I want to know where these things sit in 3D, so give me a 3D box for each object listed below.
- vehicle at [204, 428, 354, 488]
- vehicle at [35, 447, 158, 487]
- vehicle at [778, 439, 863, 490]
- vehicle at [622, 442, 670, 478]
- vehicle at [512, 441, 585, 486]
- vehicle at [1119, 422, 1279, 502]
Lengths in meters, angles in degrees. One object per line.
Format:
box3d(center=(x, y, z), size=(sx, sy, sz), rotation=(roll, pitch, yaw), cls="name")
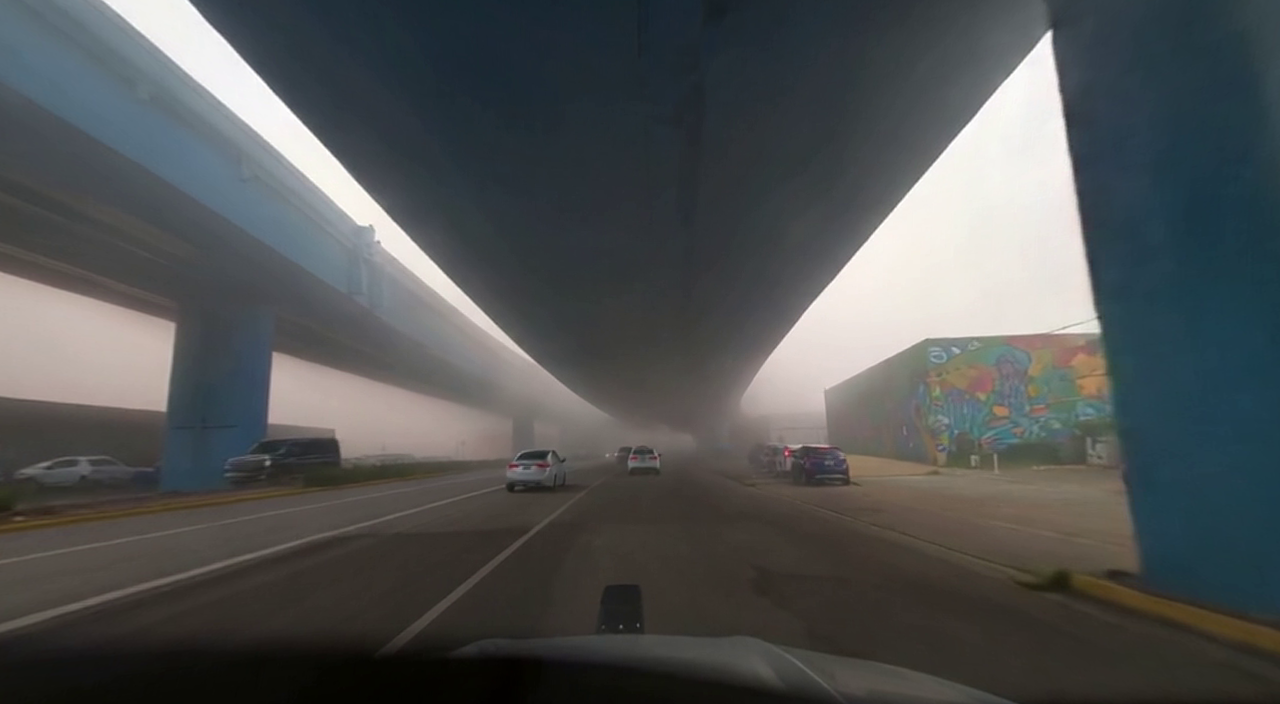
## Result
box3d(center=(-17.602, 5.245, 31.535), size=(3.082, 2.608, 6.994), rotation=(-1, -9, 3), cls="vehicle")
box3d(center=(-28.459, 6.011, 33.346), size=(2.174, 1.824, 4.764), rotation=(1, -8, 0), cls="vehicle")
box3d(center=(6.275, 3.945, 22.444), size=(2.023, 1.627, 3.971), rotation=(0, -9, 3), cls="vehicle")
box3d(center=(0.284, 5.125, 30.278), size=(2.155, 1.571, 3.734), rotation=(-1, -9, 1), cls="vehicle")
box3d(center=(-3.388, 4.240, 24.335), size=(2.024, 1.533, 4.549), rotation=(-1, -9, 2), cls="vehicle")
box3d(center=(13.518, 2.453, 14.277), size=(1.885, 1.534, 4.690), rotation=(0, -9, 3), cls="vehicle")
